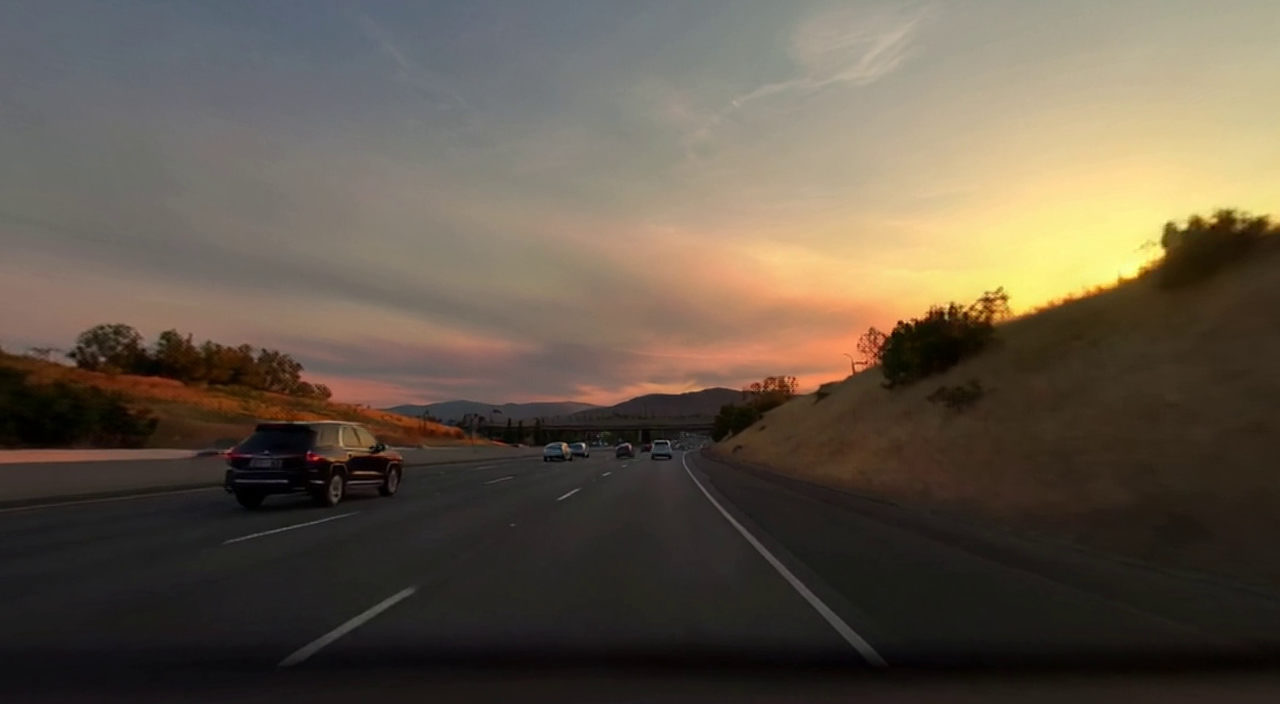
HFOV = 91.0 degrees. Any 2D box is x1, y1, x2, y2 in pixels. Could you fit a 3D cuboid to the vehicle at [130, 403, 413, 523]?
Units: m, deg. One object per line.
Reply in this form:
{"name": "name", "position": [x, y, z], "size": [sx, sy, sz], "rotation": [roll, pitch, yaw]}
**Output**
{"name": "vehicle", "position": [-7.110, 2.233, 13.256], "size": [2.438, 1.967, 5.596], "rotation": [0, -8, 1]}

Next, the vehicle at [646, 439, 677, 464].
{"name": "vehicle", "position": [1.609, 7.267, 46.078], "size": [2.141, 1.706, 4.065], "rotation": [0, -8, 3]}

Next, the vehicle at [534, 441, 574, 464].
{"name": "vehicle", "position": [-6.132, 7.210, 45.381], "size": [1.986, 1.534, 4.255], "rotation": [0, -8, 3]}
